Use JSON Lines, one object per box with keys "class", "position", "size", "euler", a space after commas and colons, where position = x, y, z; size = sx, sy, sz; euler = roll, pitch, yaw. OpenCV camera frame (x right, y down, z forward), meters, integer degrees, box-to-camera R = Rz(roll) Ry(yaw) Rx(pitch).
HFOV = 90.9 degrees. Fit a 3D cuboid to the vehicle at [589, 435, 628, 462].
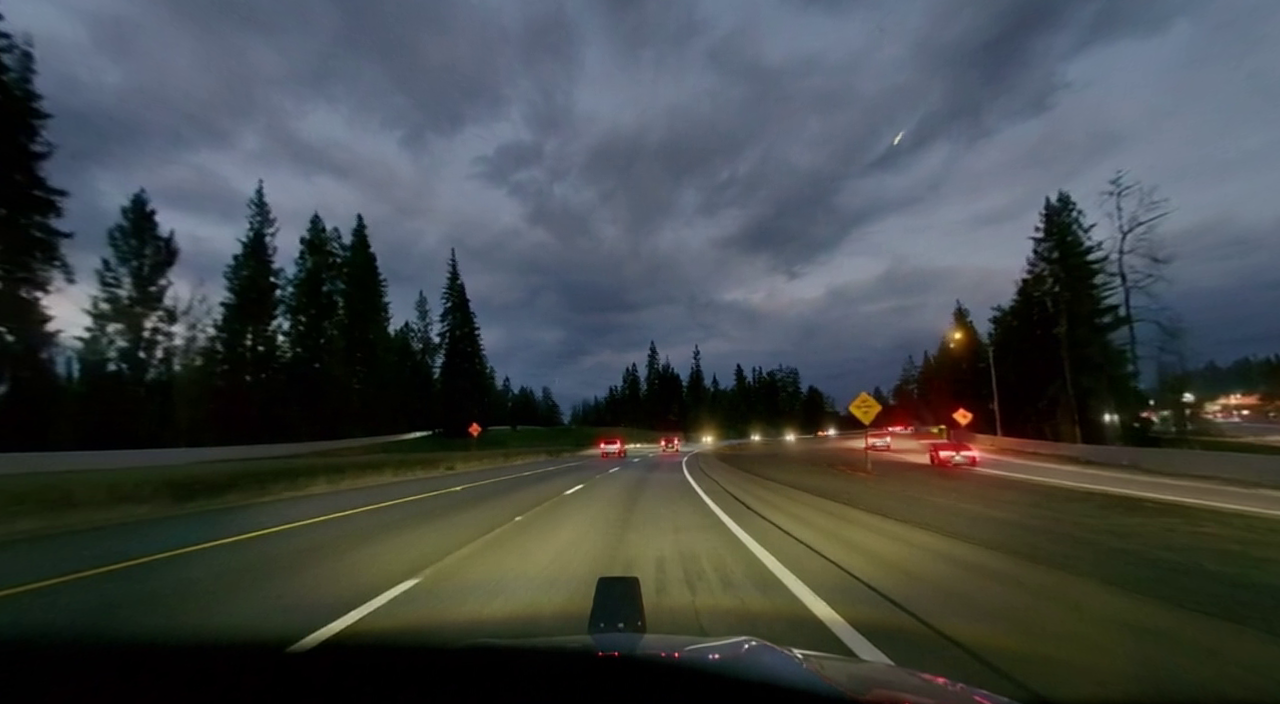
{"class": "vehicle", "position": [-2.094, 6.646, 43.357], "size": [2.129, 1.742, 4.217], "euler": [-1, -8, 5]}
